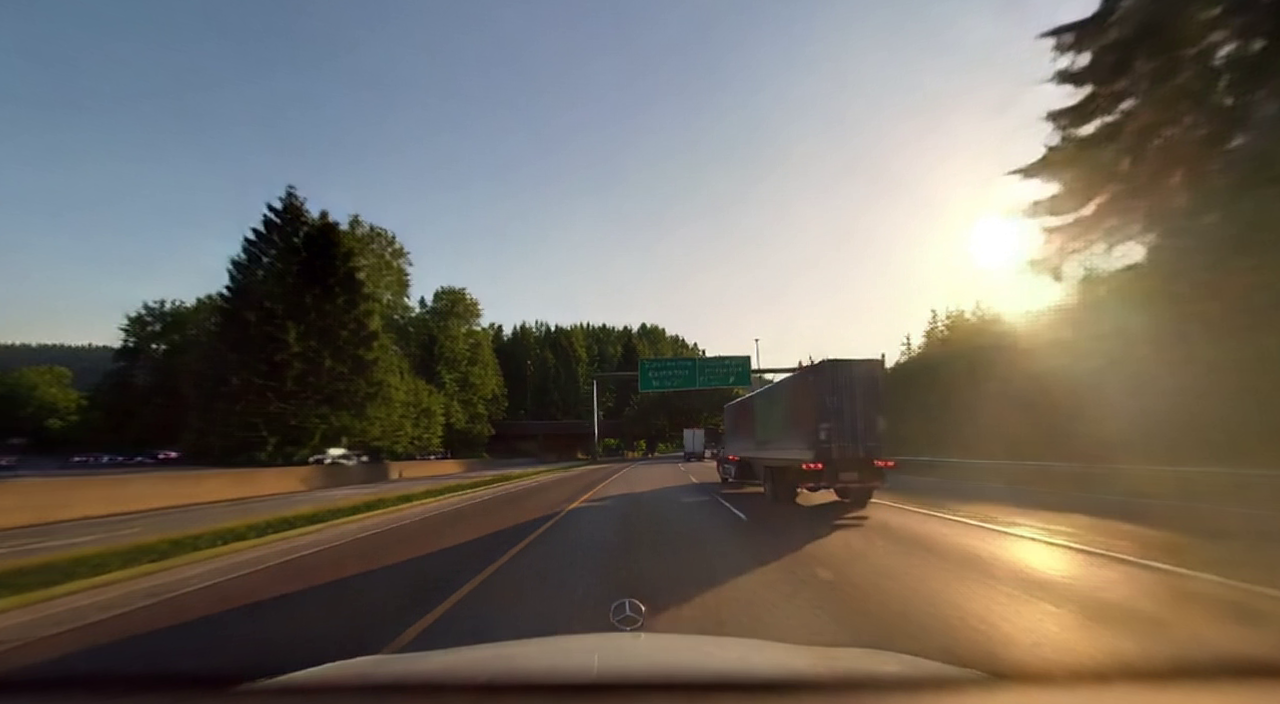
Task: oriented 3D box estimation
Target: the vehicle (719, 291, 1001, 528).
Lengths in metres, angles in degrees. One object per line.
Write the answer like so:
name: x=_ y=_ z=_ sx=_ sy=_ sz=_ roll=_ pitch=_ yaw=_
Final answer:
vehicle: x=4.503 y=1.997 z=17.546 sx=2.859 sy=3.984 sz=14.045 roll=0 pitch=-9 yaw=0
